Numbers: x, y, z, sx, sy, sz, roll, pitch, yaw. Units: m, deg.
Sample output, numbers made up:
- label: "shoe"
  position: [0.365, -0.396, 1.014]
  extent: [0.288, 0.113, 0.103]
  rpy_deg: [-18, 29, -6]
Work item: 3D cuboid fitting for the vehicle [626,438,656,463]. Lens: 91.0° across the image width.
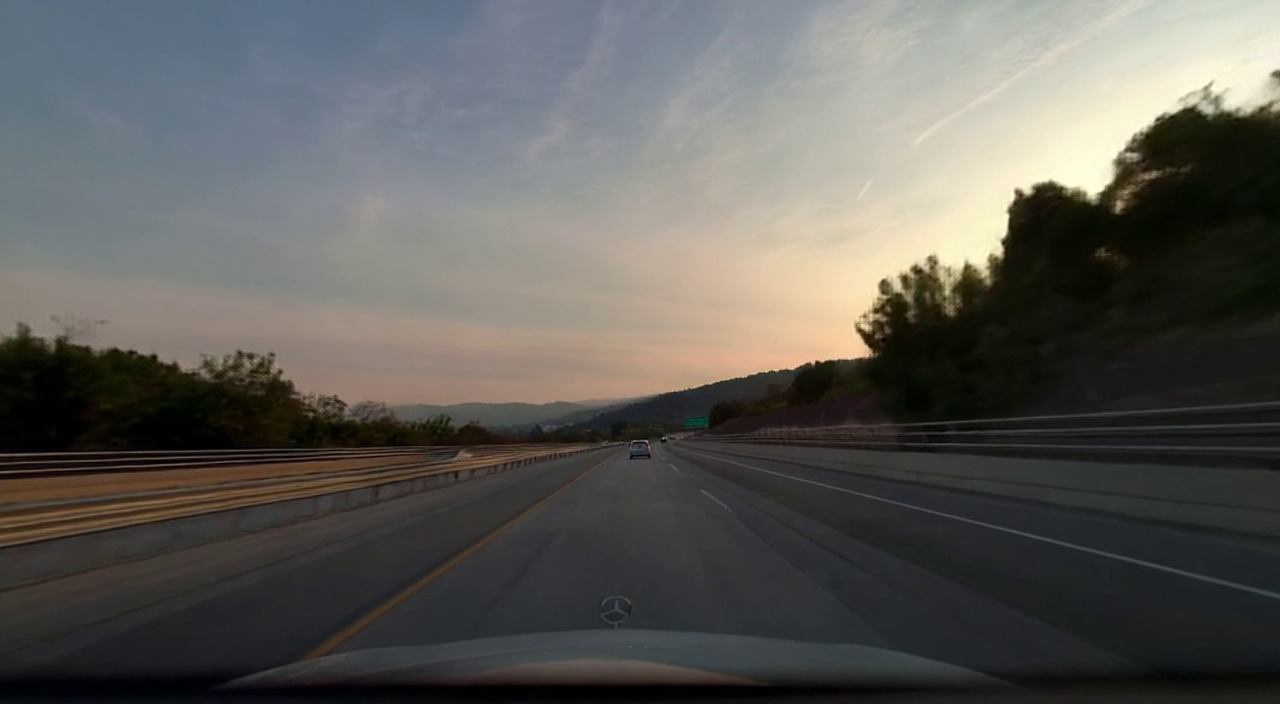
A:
- label: "vehicle"
  position: [0.022, 7.020, 44.954]
  extent: [2.059, 1.696, 4.165]
  rpy_deg: [0, -8, -1]
